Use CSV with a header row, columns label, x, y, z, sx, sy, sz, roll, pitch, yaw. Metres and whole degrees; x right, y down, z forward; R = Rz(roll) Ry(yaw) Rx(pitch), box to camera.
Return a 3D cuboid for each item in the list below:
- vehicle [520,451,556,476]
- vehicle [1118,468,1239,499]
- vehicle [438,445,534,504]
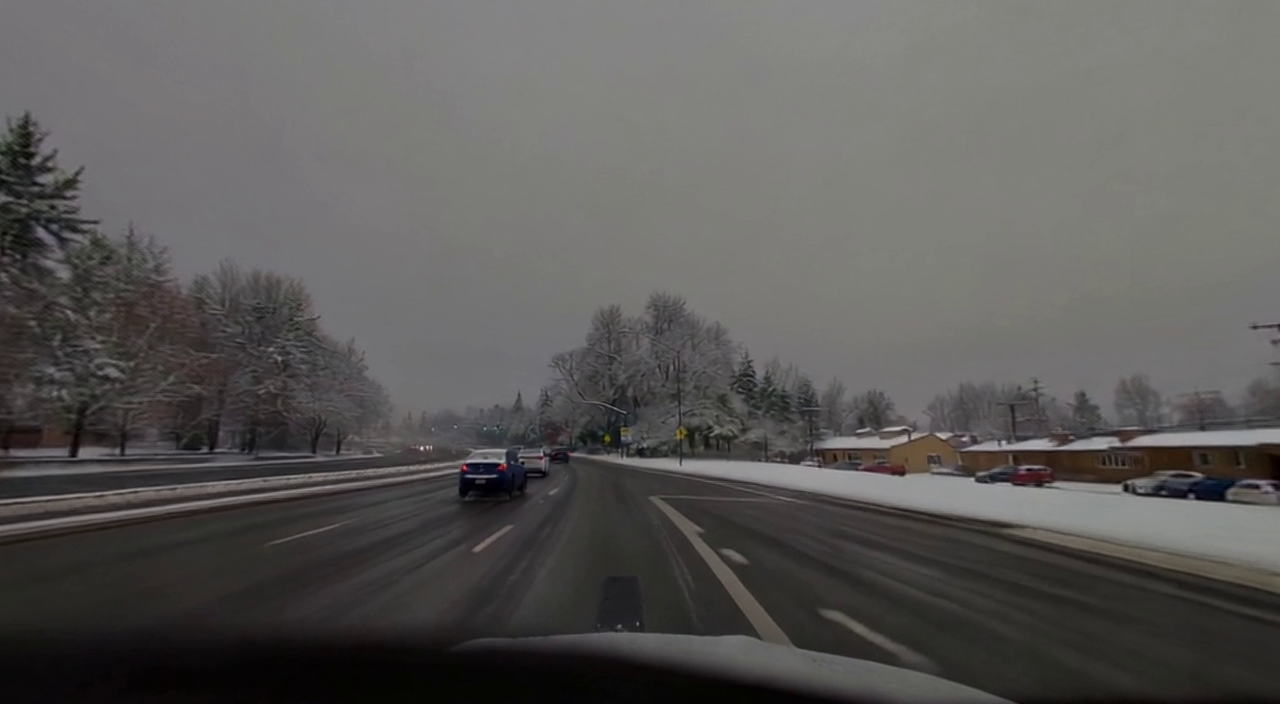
label,x,y,z,sx,sy,sz,roll,pitch,yaw
vehicle,-6.391,7.006,39.902,1.904,1.476,3.736,0,-8,-4
vehicle,36.179,8.836,42.806,2.105,1.703,6.354,1,-9,-7
vehicle,-4.739,3.789,20.136,2.098,1.613,4.606,0,-8,-3
